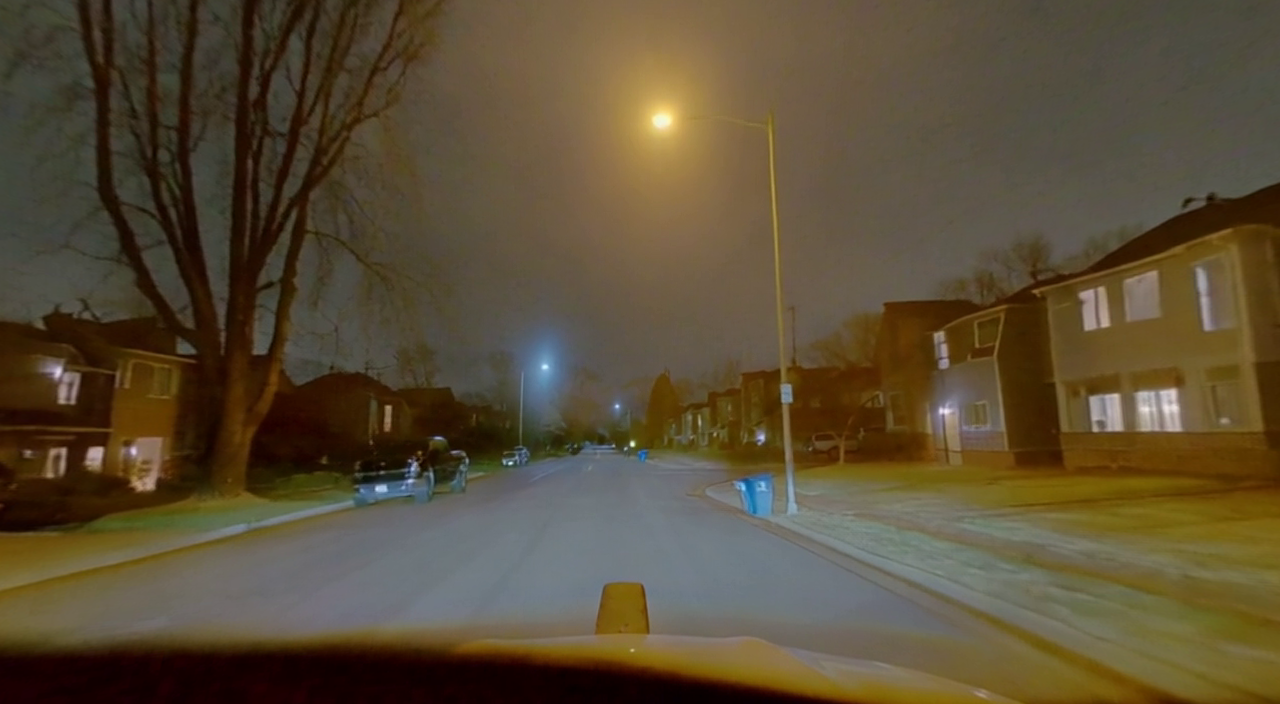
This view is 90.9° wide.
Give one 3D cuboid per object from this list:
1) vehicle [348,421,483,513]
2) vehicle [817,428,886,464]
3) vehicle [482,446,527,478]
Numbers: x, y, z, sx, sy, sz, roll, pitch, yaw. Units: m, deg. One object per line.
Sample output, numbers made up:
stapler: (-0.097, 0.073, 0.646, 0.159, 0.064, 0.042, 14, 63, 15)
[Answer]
vehicle: (-6.973, 3.510, 20.432, 2.223, 2.115, 5.707, 5, -4, -1)
vehicle: (11.449, 5.098, 34.527, 1.936, 1.687, 4.714, -4, -7, -2)
vehicle: (-8.041, 6.539, 37.761, 1.945, 1.530, 4.430, -4, -7, -4)
